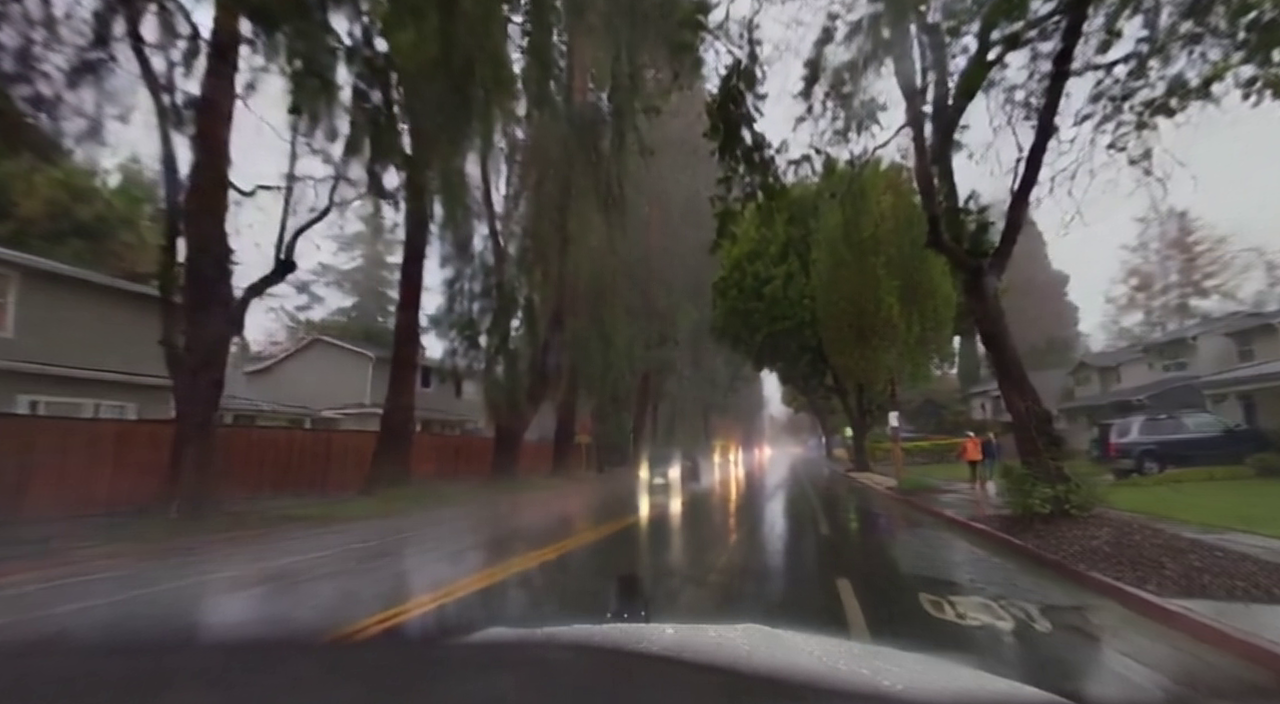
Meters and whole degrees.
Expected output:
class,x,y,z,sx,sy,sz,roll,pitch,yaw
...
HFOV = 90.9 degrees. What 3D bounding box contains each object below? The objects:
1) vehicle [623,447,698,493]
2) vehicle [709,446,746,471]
class,x,y,z,sx,sy,sz,roll,pitch,yaw
vehicle,0.885,4.333,23.622,1.906,1.498,4.222,-2,-8,15
vehicle,6.542,7.852,46.708,2.167,1.691,4.755,-2,-8,15
